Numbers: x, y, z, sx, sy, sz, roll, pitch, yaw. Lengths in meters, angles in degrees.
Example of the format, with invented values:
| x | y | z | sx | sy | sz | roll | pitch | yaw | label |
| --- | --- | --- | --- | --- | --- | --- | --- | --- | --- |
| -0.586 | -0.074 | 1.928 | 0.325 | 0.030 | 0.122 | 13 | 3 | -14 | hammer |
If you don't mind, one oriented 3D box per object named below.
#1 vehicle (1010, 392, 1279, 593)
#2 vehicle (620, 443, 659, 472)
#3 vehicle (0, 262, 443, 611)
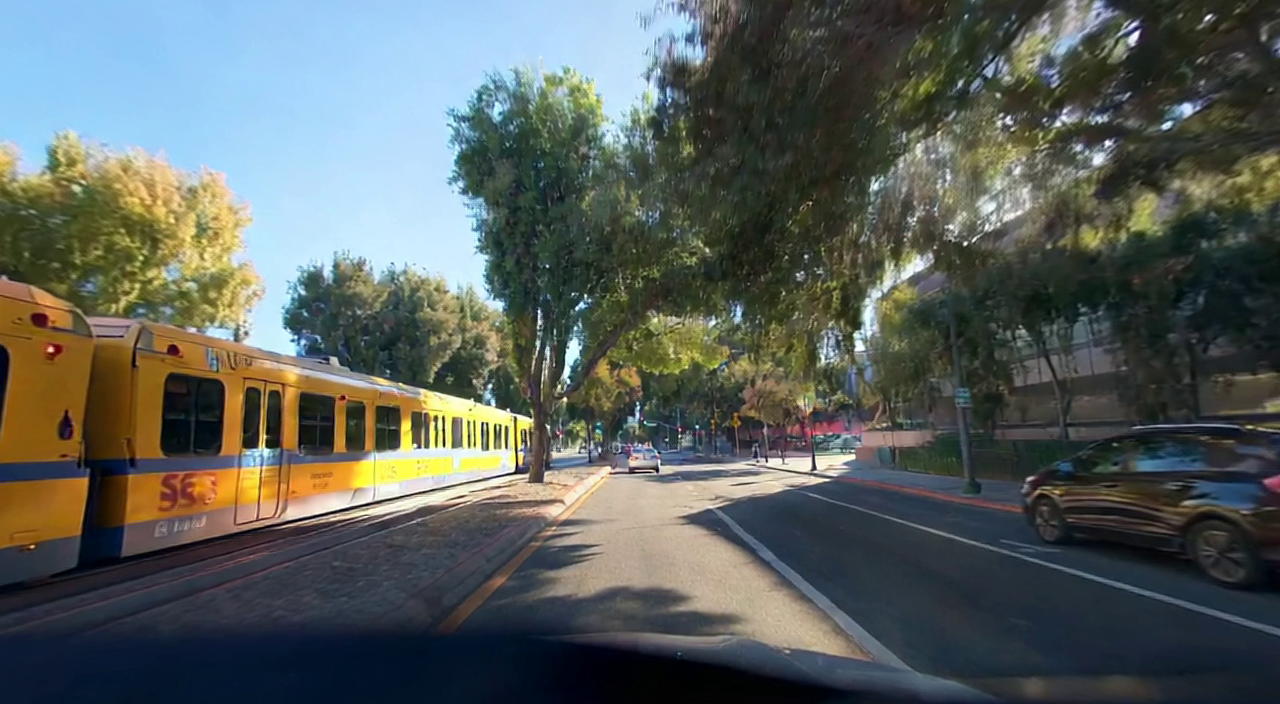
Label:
| x | y | z | sx | sy | sz | roll | pitch | yaw | label |
| --- | --- | --- | --- | --- | --- | --- | --- | --- | --- |
| 6.820 | 1.466 | 7.089 | 2.201 | 1.779 | 5.076 | 0 | -8 | 0 | vehicle |
| -0.020 | 5.756 | 34.748 | 2.002 | 1.471 | 4.337 | 0 | -8 | 0 | vehicle |
| -7.800 | 1.633 | 13.487 | 2.897 | 3.700 | 13.528 | 0 | -7 | 0 | vehicle |
